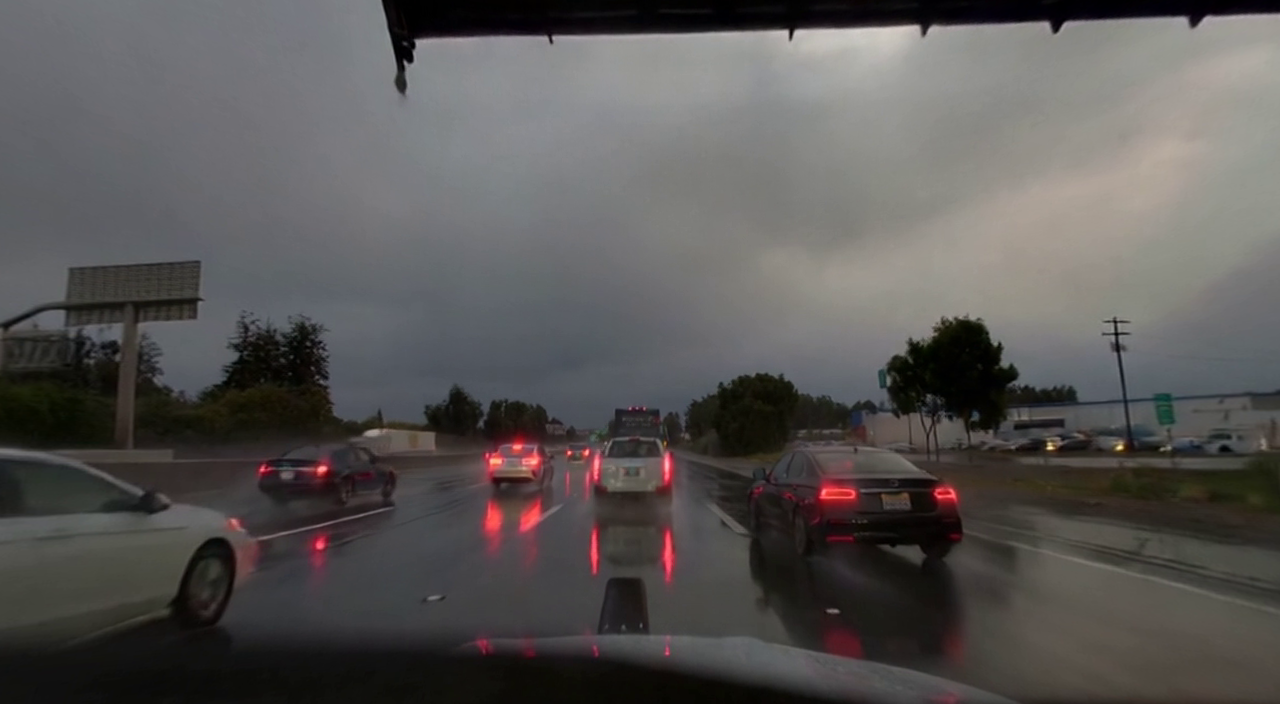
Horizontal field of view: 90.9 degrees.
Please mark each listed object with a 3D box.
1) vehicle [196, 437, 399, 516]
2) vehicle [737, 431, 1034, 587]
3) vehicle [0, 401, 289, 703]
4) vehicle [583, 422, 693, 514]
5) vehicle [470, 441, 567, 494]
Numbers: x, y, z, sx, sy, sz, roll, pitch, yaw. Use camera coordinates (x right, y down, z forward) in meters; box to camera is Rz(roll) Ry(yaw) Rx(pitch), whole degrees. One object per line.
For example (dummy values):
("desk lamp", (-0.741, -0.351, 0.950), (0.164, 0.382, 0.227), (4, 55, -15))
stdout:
("vehicle", (-7.388, 2.709, 14.293), (1.933, 1.476, 4.652), (0, -9, 1))
("vehicle", (2.712, 1.853, 8.368), (2.018, 1.470, 4.491), (0, -9, -2))
("vehicle", (-3.763, 0.992, 2.879), (1.883, 1.500, 4.161), (0, -9, 0))
("vehicle", (-0.035, 2.562, 14.350), (2.152, 1.779, 3.924), (0, -9, 0))
("vehicle", (-3.646, 3.571, 19.864), (2.132, 1.464, 4.481), (0, -9, 1))
